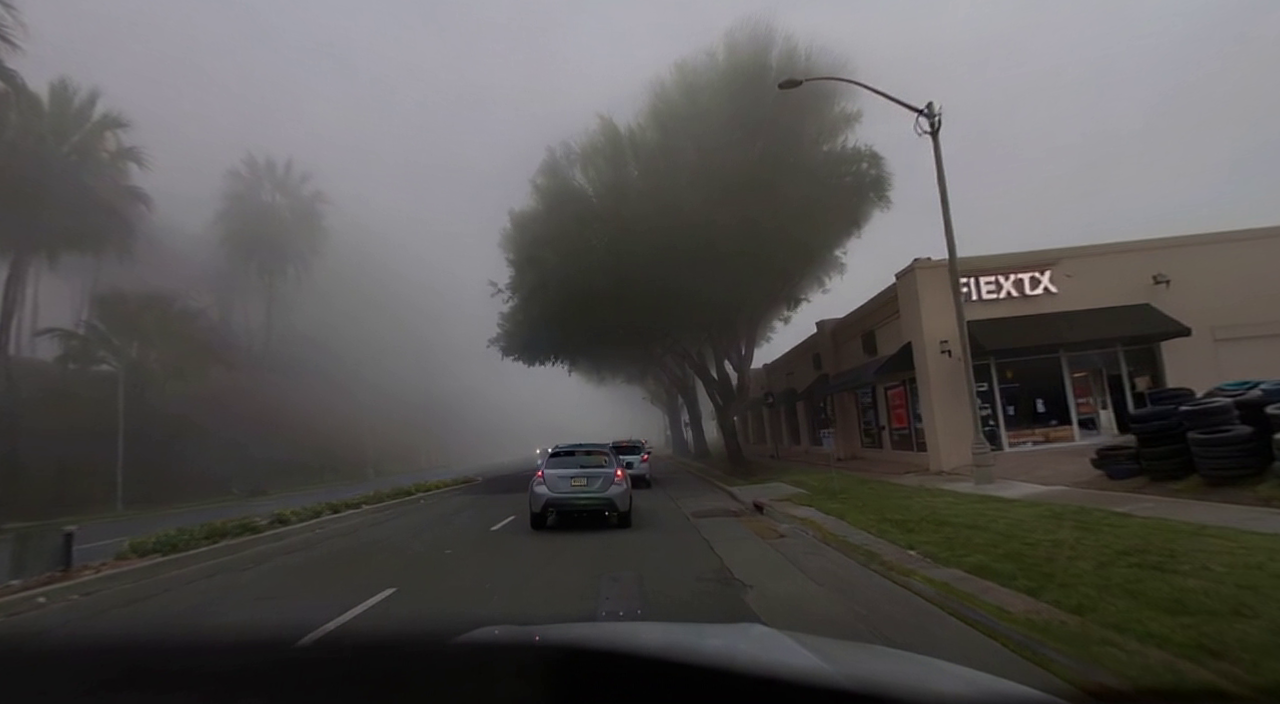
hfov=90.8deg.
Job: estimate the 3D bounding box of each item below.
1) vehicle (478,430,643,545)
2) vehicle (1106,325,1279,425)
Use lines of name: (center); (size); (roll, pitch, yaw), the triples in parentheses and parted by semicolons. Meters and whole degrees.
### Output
vehicle: (-1.103, 2.096, 10.439); (2.169, 1.495, 4.048); (0, -8, -2)
vehicle: (13.323, 0.670, 14.290); (1.854, 1.693, 4.798); (-1, -10, 0)
